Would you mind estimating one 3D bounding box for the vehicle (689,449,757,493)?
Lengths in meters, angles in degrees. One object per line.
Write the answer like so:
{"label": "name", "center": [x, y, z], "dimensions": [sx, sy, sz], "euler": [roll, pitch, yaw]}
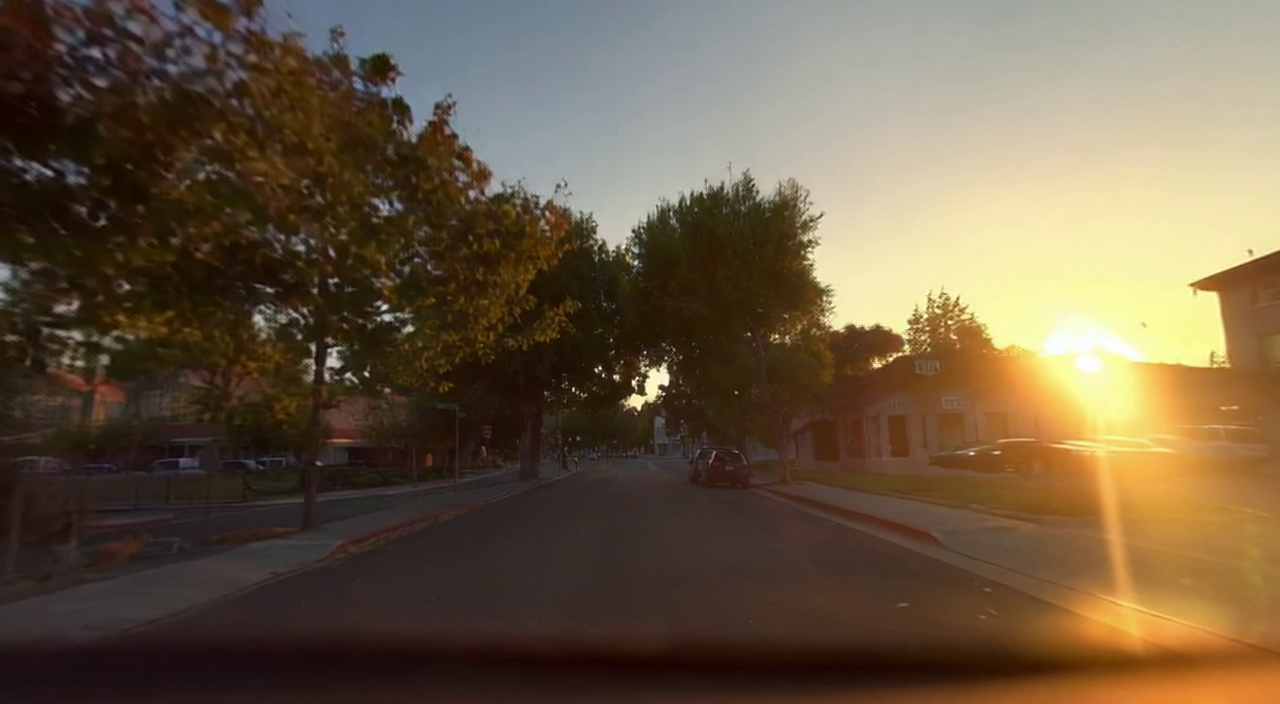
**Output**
{"label": "vehicle", "center": [3.106, 4.565, 24.566], "dimensions": [2.064, 1.532, 4.596], "euler": [0, -9, 1]}
